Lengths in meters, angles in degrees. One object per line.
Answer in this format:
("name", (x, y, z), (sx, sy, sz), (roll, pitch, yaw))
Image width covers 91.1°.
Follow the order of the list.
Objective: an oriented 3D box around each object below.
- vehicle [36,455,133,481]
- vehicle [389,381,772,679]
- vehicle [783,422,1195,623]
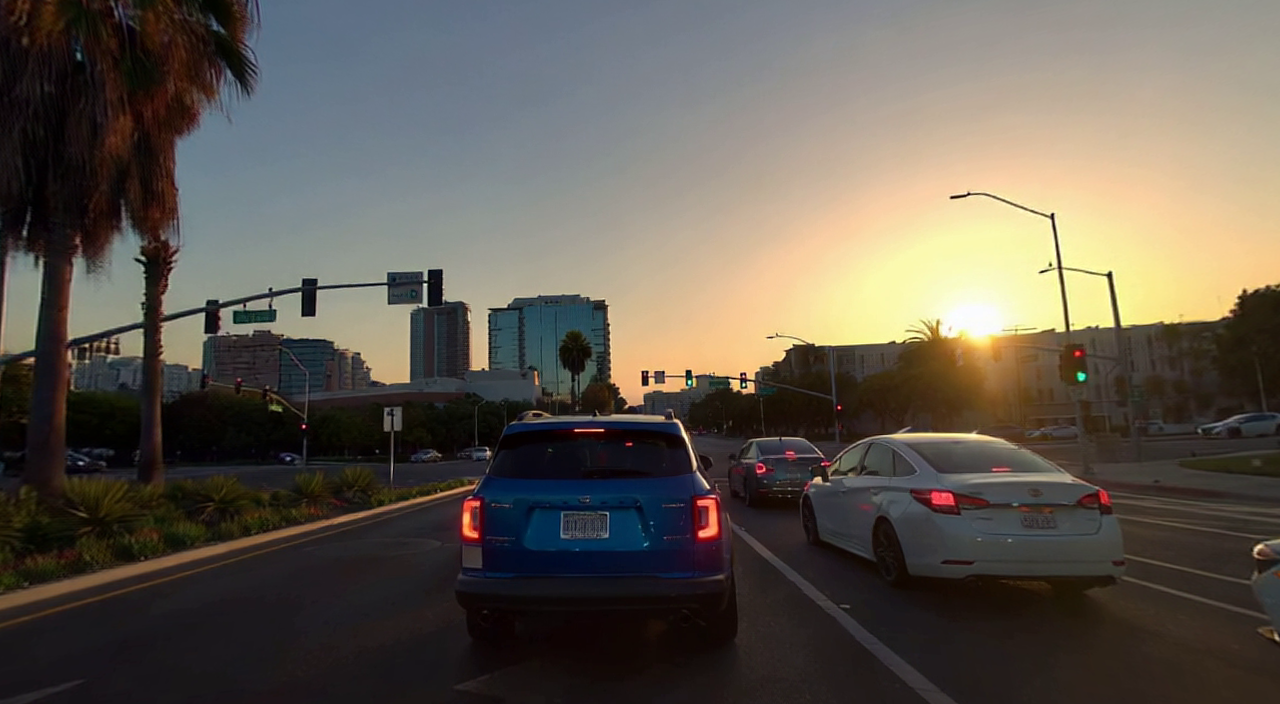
("vehicle", (-41.656, 8.690, 47.144), (5.347, 1.785, 2.123), (0, -8, 2))
("vehicle", (-0.340, 1.316, 5.690), (2.172, 1.694, 4.055), (0, -8, 0))
("vehicle", (3.112, 1.607, 6.967), (1.971, 1.473, 4.495), (0, -8, 0))
